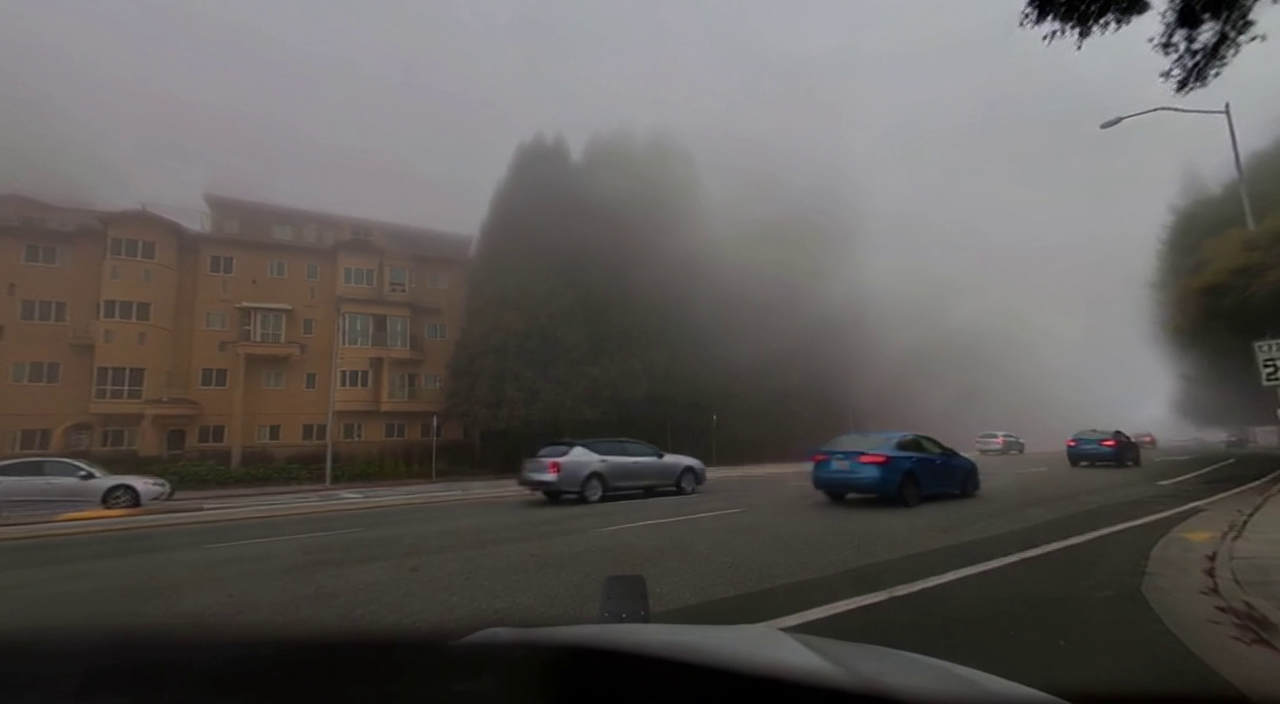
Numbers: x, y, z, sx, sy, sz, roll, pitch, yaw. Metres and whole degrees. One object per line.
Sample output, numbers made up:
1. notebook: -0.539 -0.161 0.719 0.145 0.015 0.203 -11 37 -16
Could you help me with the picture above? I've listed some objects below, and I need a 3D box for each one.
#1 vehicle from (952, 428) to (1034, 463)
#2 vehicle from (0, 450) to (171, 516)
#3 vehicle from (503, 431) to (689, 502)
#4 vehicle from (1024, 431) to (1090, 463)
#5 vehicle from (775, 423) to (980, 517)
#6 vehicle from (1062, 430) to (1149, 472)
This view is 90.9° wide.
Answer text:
1. vehicle: 20.793 5.477 36.991 5.994 1.898 2.264 7 -11 -41
2. vehicle: -14.096 3.093 15.125 4.289 1.415 1.774 8 -13 -43
3. vehicle: -1.066 3.035 17.185 4.846 1.662 1.989 7 -11 -42
4. vehicle: 23.083 5.232 34.823 4.734 1.633 1.829 7 -11 -42
5. vehicle: 5.299 2.467 13.756 4.783 1.652 2.199 8 -11 -42
6. vehicle: 20.049 4.238 27.110 4.438 1.625 2.033 7 -11 -42
